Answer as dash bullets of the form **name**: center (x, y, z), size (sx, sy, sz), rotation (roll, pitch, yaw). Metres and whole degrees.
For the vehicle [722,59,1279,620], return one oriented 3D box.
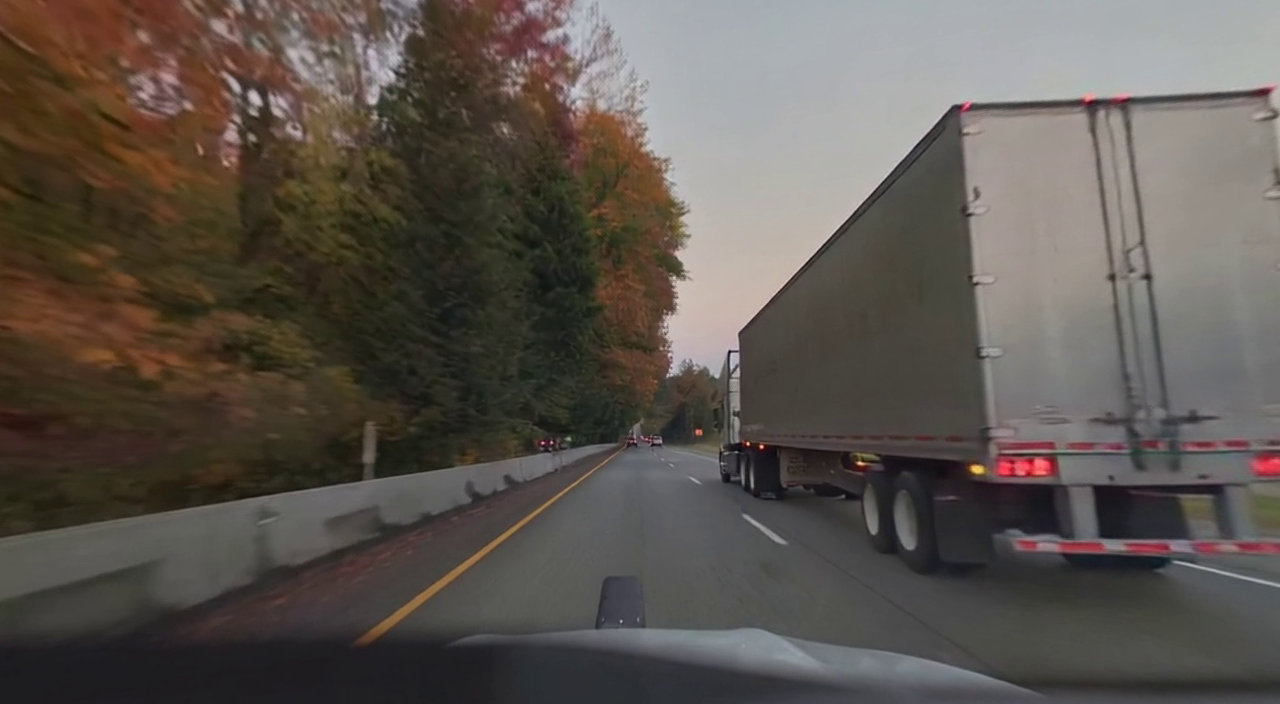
- **vehicle**: center (4.276, 0.826, 11.812), size (3.357, 4.101, 14.659), rotation (0, -8, -1)
